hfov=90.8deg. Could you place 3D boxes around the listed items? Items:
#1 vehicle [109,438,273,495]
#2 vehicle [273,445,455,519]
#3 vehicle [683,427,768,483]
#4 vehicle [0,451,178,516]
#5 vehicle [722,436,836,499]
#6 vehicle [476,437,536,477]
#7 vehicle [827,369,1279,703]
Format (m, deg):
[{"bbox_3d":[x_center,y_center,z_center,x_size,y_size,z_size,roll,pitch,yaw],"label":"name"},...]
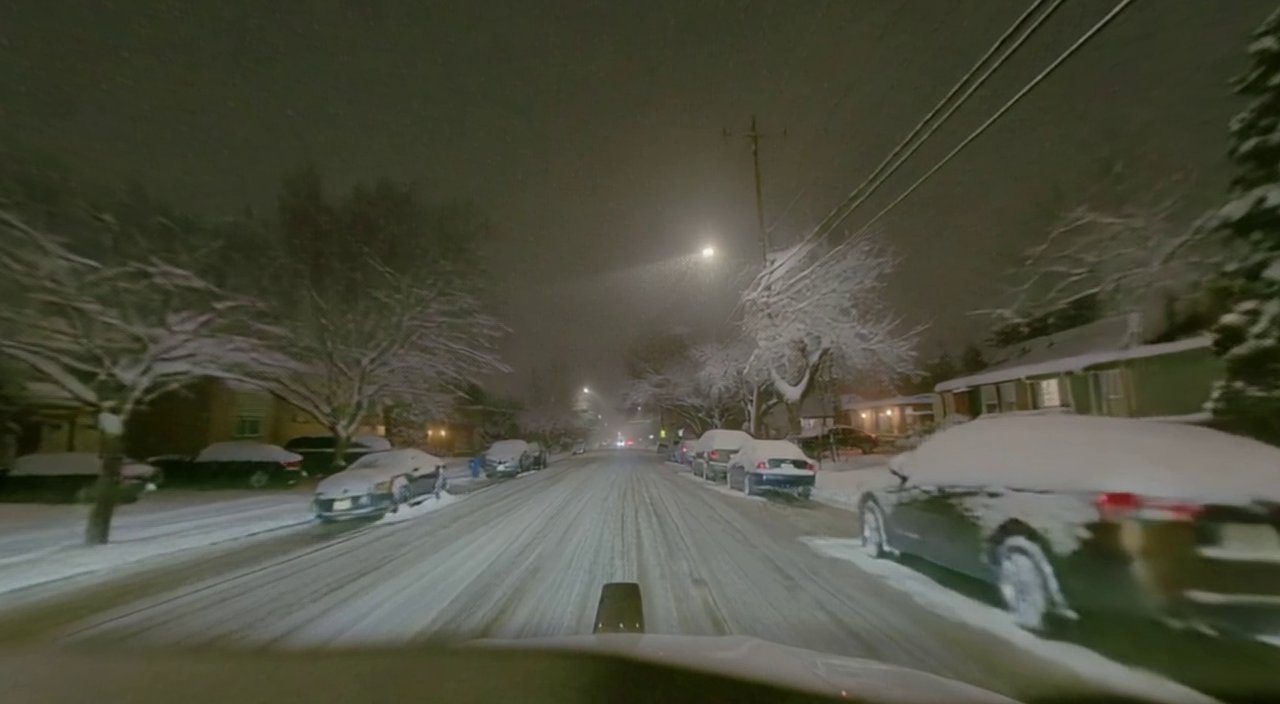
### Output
[{"bbox_3d":[-16.519,4.157,23.364,4.747,1.899,2.181,-1,-7,11],"label":"vehicle"},{"bbox_3d":[-6.263,2.971,15.155,2.199,1.439,4.757,-1,-8,1],"label":"vehicle"},{"bbox_3d":[2.981,3.769,23.512,2.122,1.809,5.421,0,-8,-3],"label":"vehicle"},{"bbox_3d":[-15.482,3.553,17.591,1.886,1.423,4.491,2,-8,-2],"label":"vehicle"},{"bbox_3d":[3.546,3.025,17.056,1.848,1.436,4.582,0,-8,-2],"label":"vehicle"},{"bbox_3d":[-6.671,5.292,32.006,2.118,1.753,4.377,-4,-9,-2],"label":"vehicle"},{"bbox_3d":[3.525,1.248,5.490,2.247,1.618,4.655,2,-8,-2],"label":"vehicle"}]
